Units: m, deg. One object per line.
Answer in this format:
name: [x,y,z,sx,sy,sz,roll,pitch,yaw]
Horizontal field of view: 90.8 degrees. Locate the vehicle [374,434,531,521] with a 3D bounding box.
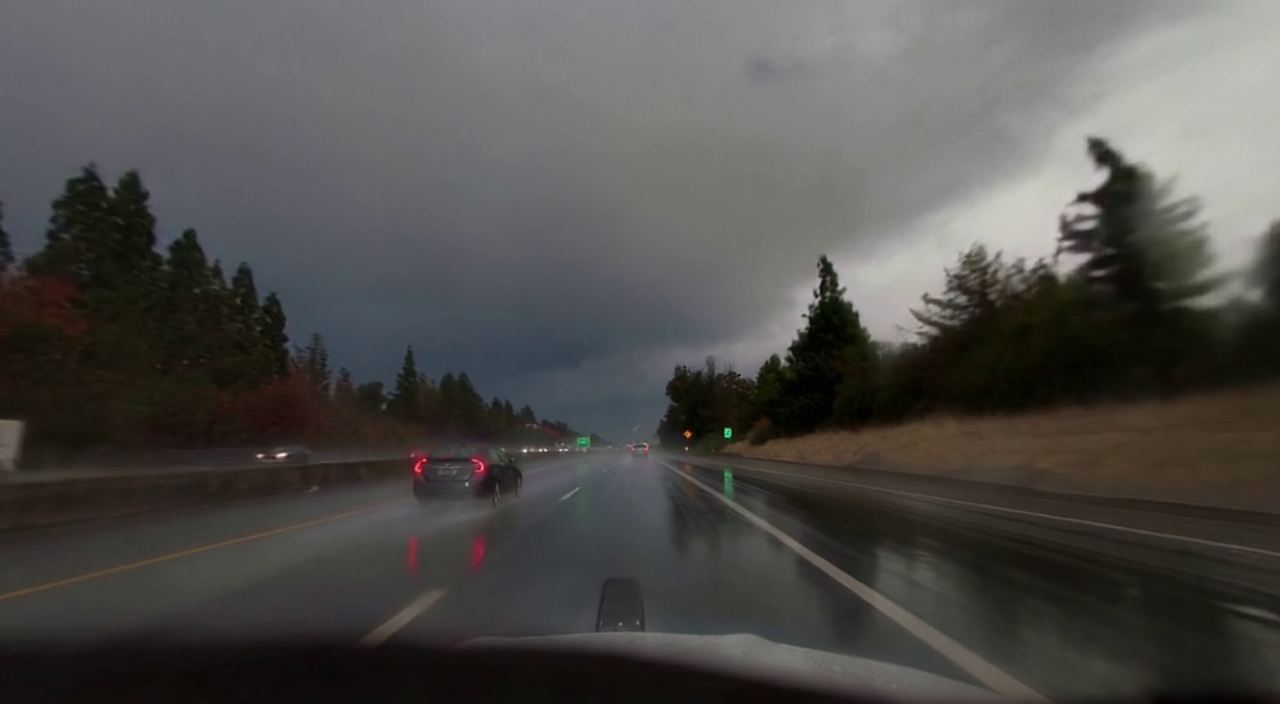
vehicle: [-3.759,2.586,13.604,2.050,1.547,4.266,0,-8,0]

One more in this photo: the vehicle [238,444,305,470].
vehicle: [-28.473,8.129,49.017,2.147,1.897,5.048,0,-8,0]
